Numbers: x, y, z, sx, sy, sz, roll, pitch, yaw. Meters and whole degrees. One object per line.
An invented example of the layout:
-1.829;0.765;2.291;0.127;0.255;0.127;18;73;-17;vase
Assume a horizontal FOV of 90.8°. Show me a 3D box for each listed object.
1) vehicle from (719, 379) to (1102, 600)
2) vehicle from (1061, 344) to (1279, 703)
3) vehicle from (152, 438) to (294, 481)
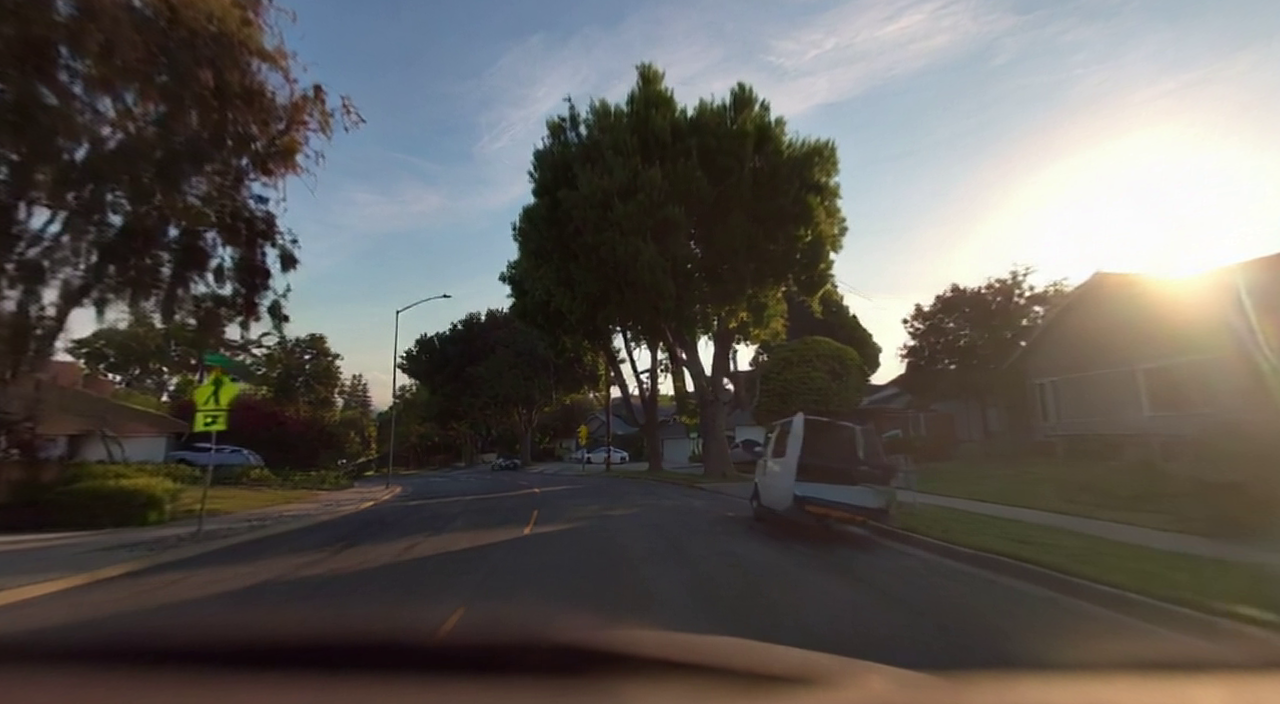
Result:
2.657;1.580;8.140;2.180;1.849;5.423;0;-9;-4;vehicle
3.069;0.590;0.666;1.965;1.663;4.744;0;-9;0;vehicle
-17.375;4.479;26.543;4.464;1.681;1.906;2;-9;-14;vehicle
